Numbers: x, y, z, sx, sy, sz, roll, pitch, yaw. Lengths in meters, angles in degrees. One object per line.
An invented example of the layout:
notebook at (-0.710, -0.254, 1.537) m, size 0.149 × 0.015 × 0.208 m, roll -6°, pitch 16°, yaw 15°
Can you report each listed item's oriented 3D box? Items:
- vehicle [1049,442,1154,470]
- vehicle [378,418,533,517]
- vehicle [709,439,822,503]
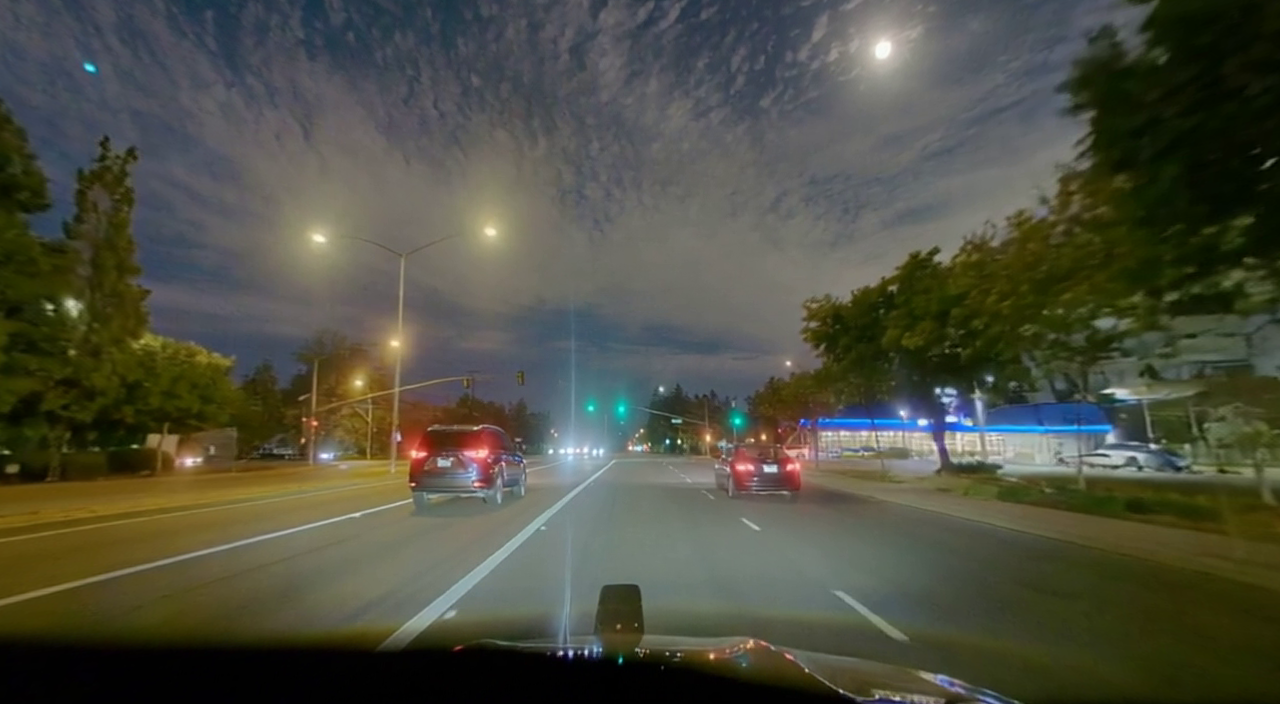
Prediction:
vehicle at (29.057, 6.575, 39.908) m, size 4.810 × 1.627 × 1.991 m, roll -2°, pitch -9°, yaw 6°
vehicle at (-3.781, 2.466, 13.943) m, size 1.997 × 1.806 × 4.500 m, roll 0°, pitch -9°, yaw 1°
vehicle at (3.206, 3.158, 17.275) m, size 1.975 × 1.502 × 4.787 m, roll 0°, pitch -9°, yaw -2°
